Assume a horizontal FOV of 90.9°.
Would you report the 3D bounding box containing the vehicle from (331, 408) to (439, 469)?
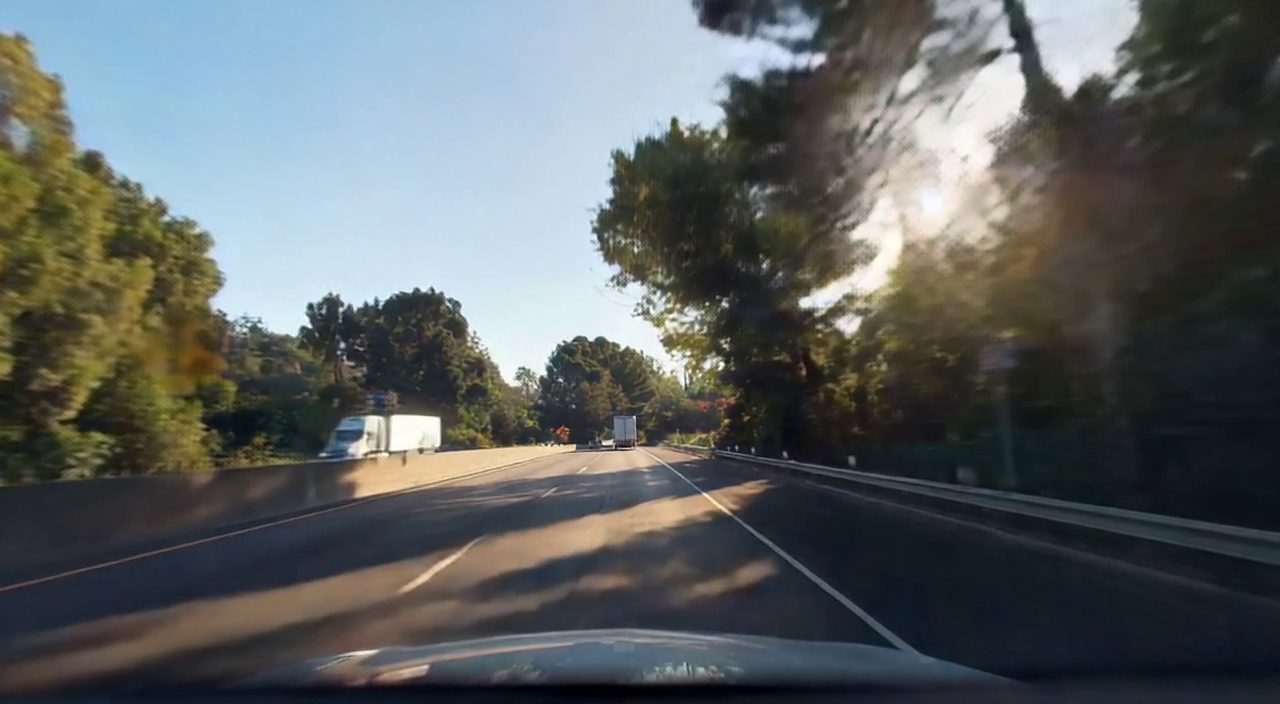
[{"bbox_3d":[-17.413,6.061,44.345,3.033,3.711,11.259,0,-8,-1],"label":"vehicle"}]
